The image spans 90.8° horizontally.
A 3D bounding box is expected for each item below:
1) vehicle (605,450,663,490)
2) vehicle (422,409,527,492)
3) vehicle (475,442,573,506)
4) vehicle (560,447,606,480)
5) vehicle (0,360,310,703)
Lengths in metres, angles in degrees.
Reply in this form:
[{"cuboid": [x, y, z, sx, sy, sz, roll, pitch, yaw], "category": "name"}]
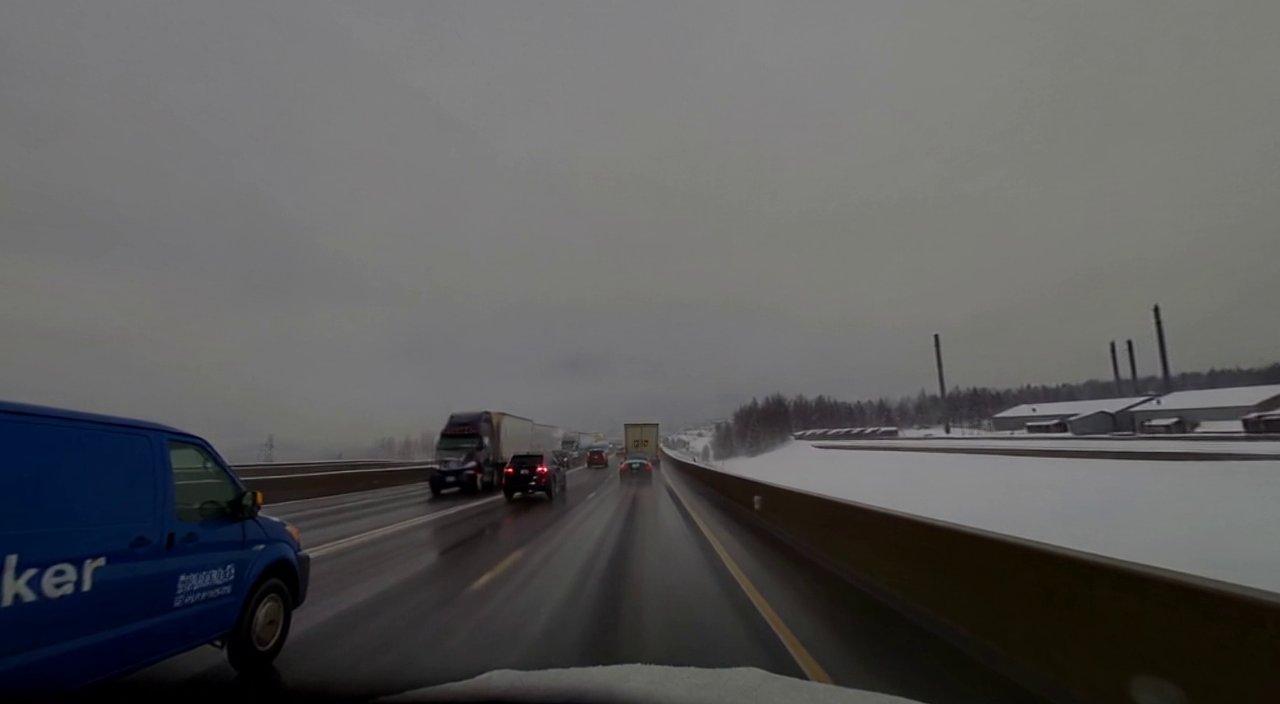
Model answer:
[{"cuboid": [-0.211, 4.514, 24.472, 2.095, 1.393, 3.908, 0, -9, 0], "category": "vehicle"}, {"cuboid": [-6.796, 4.162, 26.941, 2.633, 3.064, 6.542, -1, -9, 1], "category": "vehicle"}, {"cuboid": [-3.171, 3.427, 18.177, 1.937, 1.600, 4.141, 0, -9, 1], "category": "vehicle"}, {"cuboid": [-2.997, 5.960, 33.997, 1.994, 1.663, 4.047, 0, -9, 1], "category": "vehicle"}, {"cuboid": [-3.186, 0.816, 1.650, 2.117, 1.688, 4.582, 0, -9, 0], "category": "vehicle"}]
